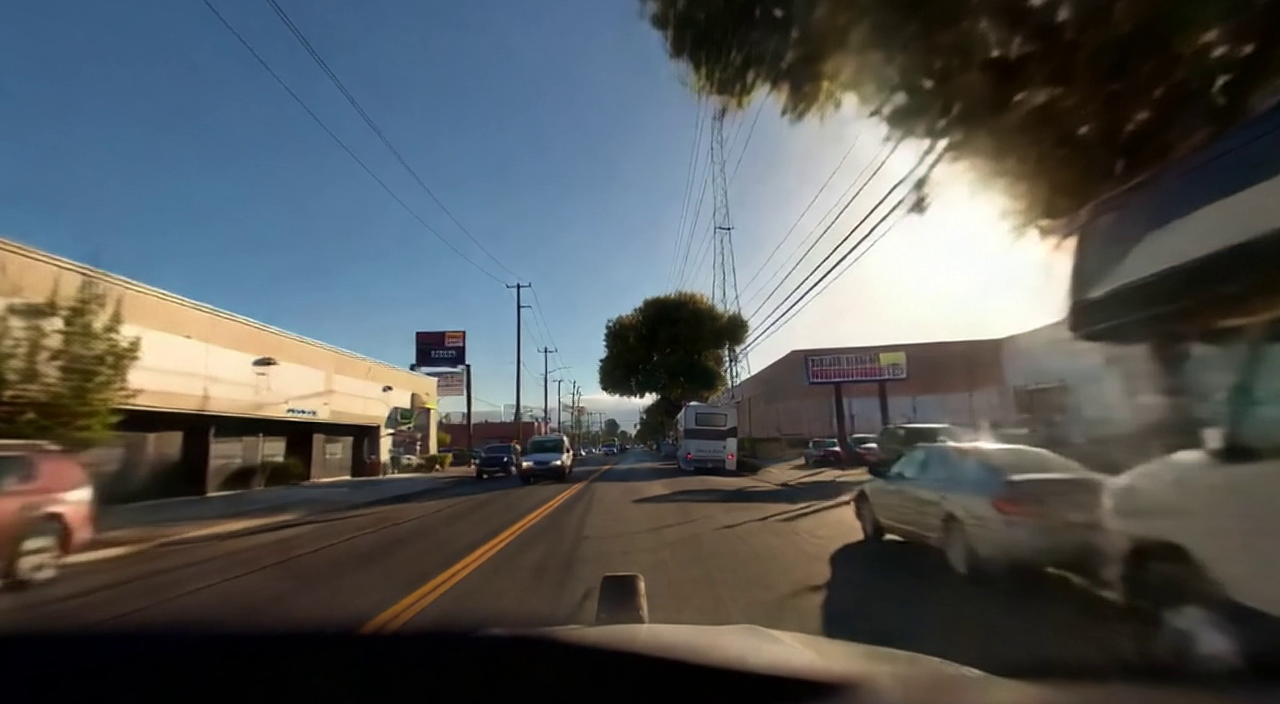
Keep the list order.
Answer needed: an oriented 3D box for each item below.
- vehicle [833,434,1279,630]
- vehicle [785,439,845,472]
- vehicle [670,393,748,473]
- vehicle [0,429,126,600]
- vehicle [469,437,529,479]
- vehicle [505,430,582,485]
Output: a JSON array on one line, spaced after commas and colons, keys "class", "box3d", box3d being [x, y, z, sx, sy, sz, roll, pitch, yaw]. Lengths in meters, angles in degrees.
[{"class": "vehicle", "box3d": [3.910, 1.707, 7.119, 1.970, 1.476, 4.405, 0, -8, -1]}, {"class": "vehicle", "box3d": [9.418, 5.591, 34.429, 2.039, 1.662, 4.304, 0, -8, 0]}, {"class": "vehicle", "box3d": [3.716, 4.857, 36.289, 3.029, 3.860, 7.726, -4, -11, -3]}, {"class": "vehicle", "box3d": [-7.879, 1.645, 6.053, 2.001, 1.830, 4.735, 0, -8, -2]}, {"class": "vehicle", "box3d": [-8.093, 6.147, 36.793, 2.177, 2.075, 5.427, -4, -9, 0]}, {"class": "vehicle", "box3d": [-3.761, 4.232, 25.554, 2.307, 1.998, 4.734, 0, -8, 1]}]
